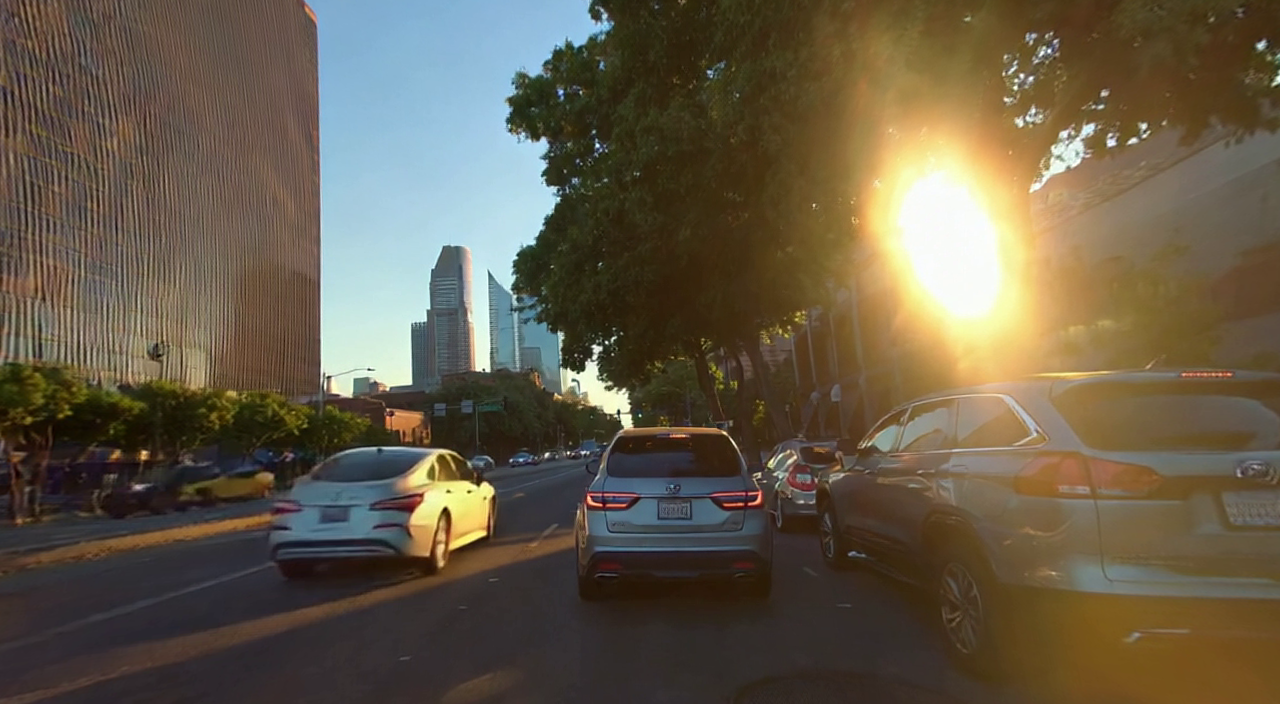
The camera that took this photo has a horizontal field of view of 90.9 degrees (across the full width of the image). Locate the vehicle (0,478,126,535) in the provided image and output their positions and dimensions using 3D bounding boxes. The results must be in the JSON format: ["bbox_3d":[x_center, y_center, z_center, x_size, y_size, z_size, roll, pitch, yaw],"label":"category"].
[{"bbox_3d":[-22.637,5.772,24.030,1.975,1.698,4.715,0,-9,2],"label":"vehicle"}]

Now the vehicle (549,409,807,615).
[{"bbox_3d":[0.242,1.540,6.865,2.045,1.608,3.573,0,-9,-2],"label":"vehicle"}]

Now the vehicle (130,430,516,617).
[{"bbox_3d":[-3.029,1.737,7.494,2.088,1.483,4.708,0,-9,1],"label":"vehicle"}]

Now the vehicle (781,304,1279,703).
[{"bbox_3d":[2.756,1.079,4.914,2.117,1.855,4.794,0,-9,-1],"label":"vehicle"}]
